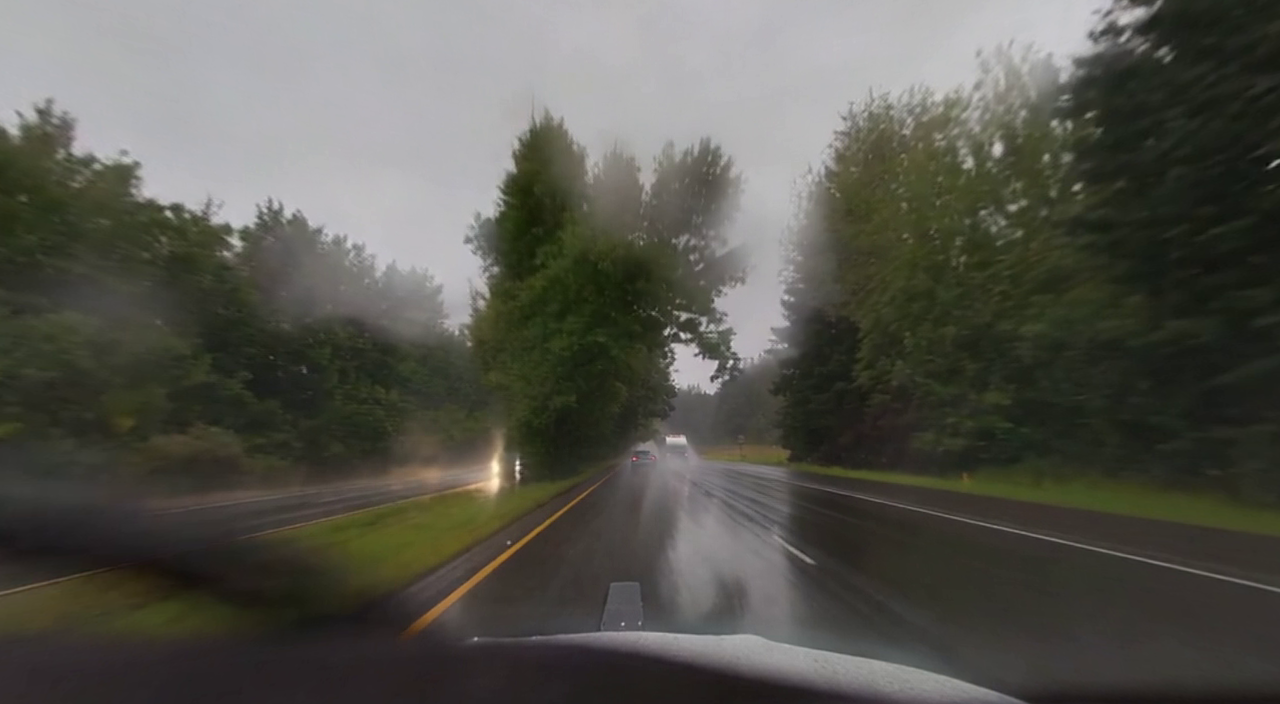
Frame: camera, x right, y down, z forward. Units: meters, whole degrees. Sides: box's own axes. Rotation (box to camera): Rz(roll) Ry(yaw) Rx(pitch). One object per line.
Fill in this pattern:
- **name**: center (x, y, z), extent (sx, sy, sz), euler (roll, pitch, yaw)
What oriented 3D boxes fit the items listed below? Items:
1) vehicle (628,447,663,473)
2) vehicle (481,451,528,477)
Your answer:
- **vehicle**: center (0.312, 6.268, 36.659), extent (1.926, 1.386, 3.615), euler (0, -9, 0)
- **vehicle**: center (-8.187, 6.792, 38.450), extent (1.889, 1.488, 4.263), euler (0, -9, 0)
